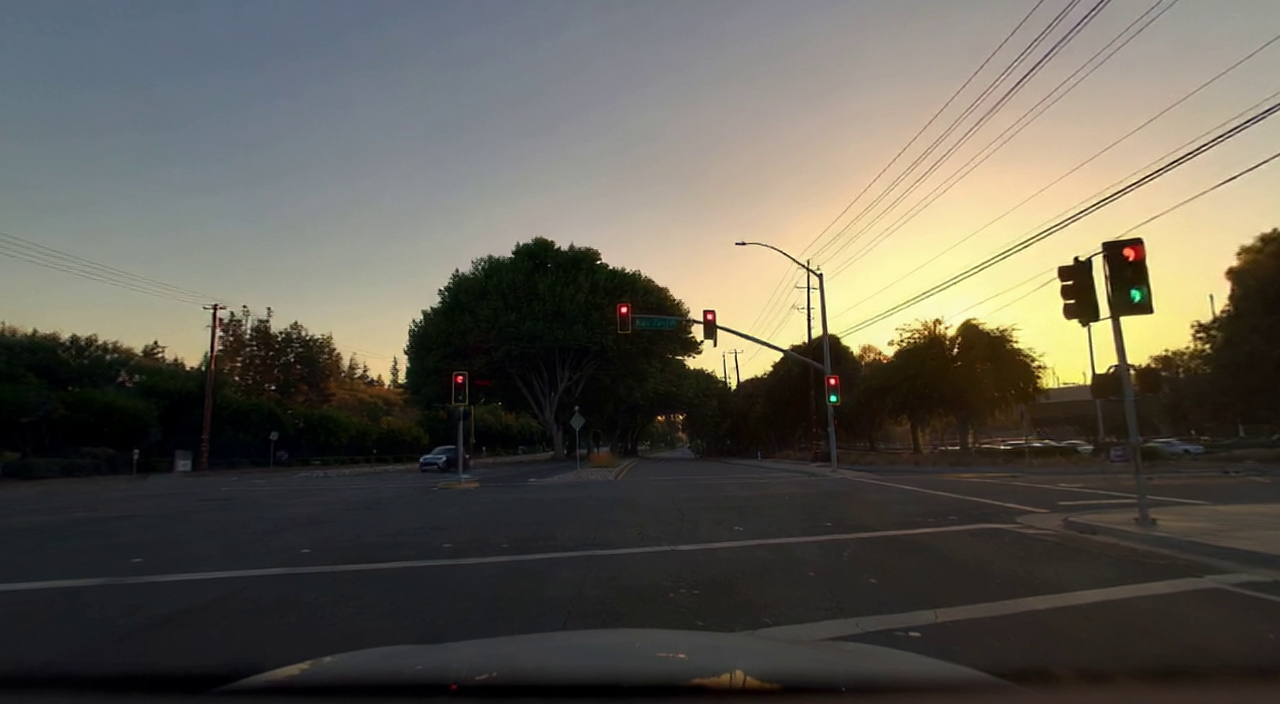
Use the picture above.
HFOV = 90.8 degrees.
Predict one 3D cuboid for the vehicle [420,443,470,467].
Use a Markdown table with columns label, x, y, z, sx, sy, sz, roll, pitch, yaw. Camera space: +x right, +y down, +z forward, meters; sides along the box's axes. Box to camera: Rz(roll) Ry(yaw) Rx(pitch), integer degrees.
| label | x | y | z | sx | sy | sz | roll | pitch | yaw |
| --- | --- | --- | --- | --- | --- | --- | --- | --- | --- |
| vehicle | -13.721 | 7.266 | 44.692 | 1.893 | 1.547 | 4.283 | -1 | -8 | 4 |
